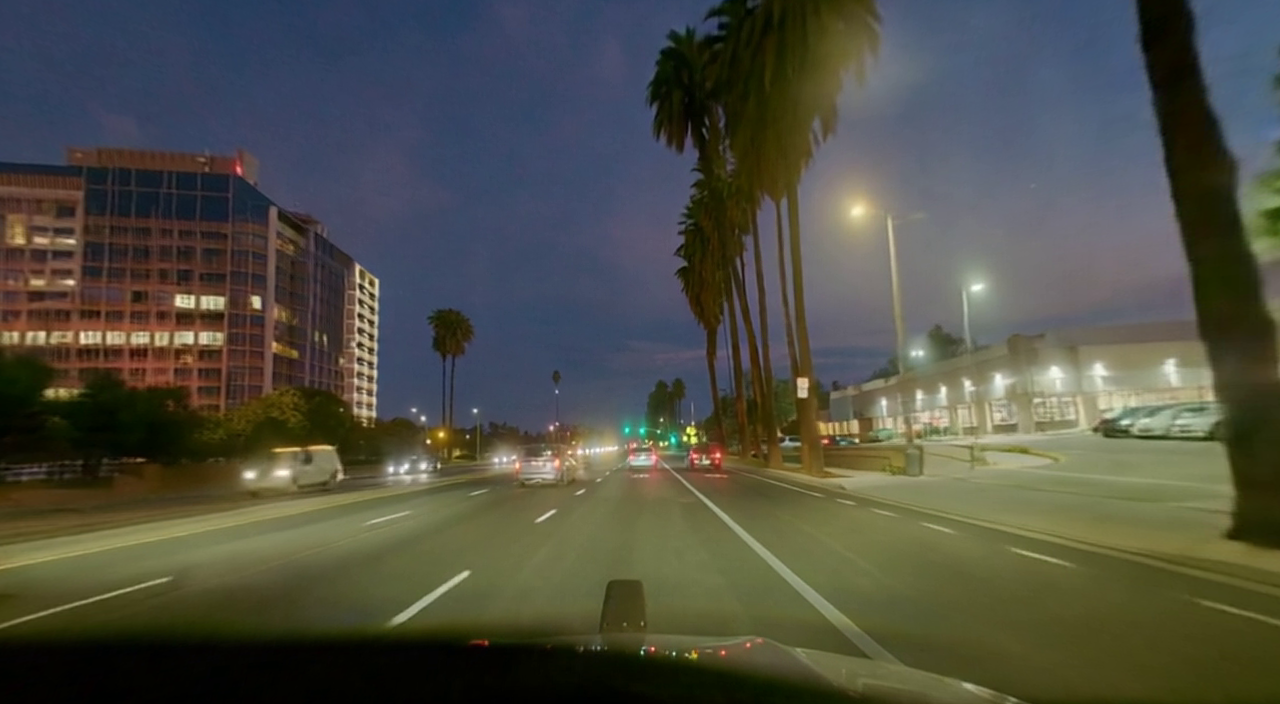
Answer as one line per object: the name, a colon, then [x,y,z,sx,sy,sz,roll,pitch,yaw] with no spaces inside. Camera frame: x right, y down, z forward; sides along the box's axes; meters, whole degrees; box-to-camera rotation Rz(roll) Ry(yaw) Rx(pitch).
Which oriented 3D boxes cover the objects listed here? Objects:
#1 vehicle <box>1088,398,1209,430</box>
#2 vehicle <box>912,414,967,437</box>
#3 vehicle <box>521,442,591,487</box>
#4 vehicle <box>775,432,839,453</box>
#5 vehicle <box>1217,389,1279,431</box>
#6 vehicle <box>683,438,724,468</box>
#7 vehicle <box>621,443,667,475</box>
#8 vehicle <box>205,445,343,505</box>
vehicle: [27.738,3.458,34.554,1.663,1.499,4.774,5,-10,-31]
vehicle: [23.715,5.883,49.901,4.448,1.701,1.954,6,-10,-36]
vehicle: [-3.000,4.133,23.516,1.908,1.505,4.369,-1,-8,2]
vehicle: [12.910,6.974,48.698,4.749,1.457,1.806,3,-11,-28]
vehicle: [24.277,2.315,24.508,1.815,1.441,3.985,-6,-10,30]
vehicle: [4.012,6.507,40.715,2.108,1.785,4.334,0,-8,-1]
vehicle: [0.192,5.375,31.988,2.147,1.507,3.953,0,-8,0]
vehicle: [-11.630,3.882,20.431,1.886,1.706,4.209,0,-8,1]
